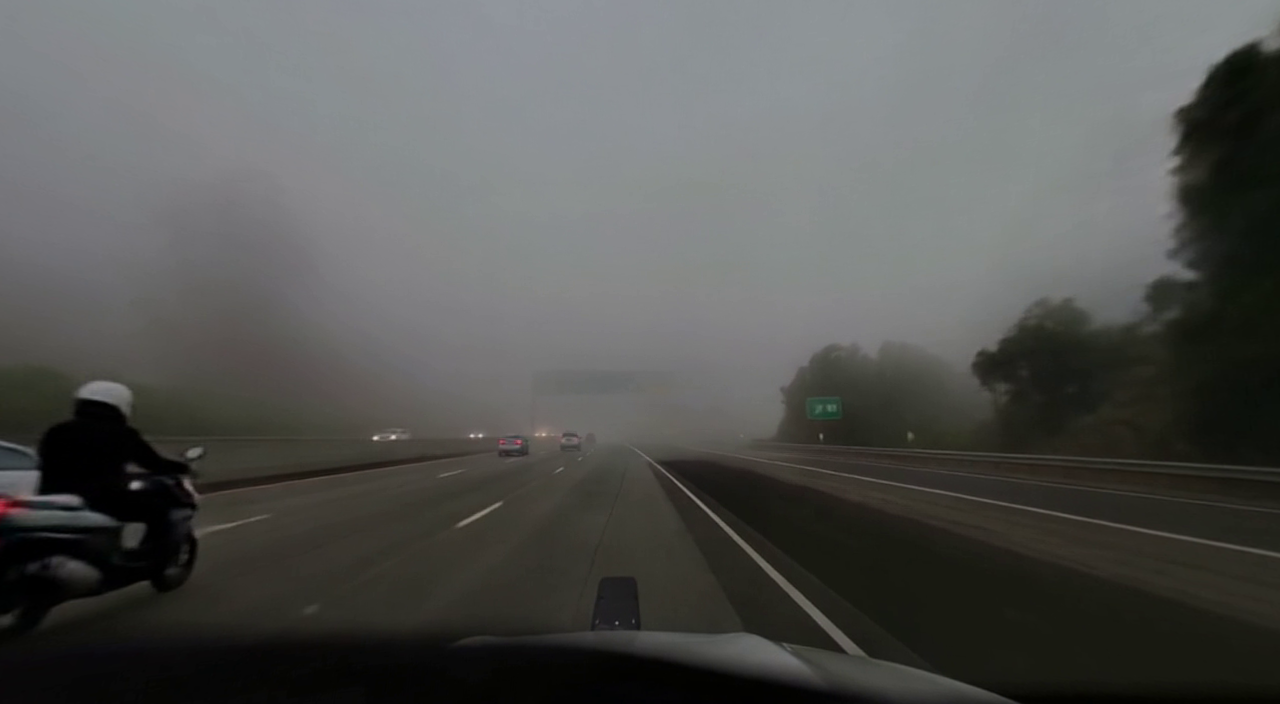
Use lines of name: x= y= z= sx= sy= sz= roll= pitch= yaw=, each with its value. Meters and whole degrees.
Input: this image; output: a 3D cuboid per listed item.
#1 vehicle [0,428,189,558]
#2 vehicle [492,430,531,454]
vehicle: x=-8.057 y=1.622 z=7.463 sx=2.053 sy=1.409 sz=4.704 roll=0 pitch=-8 yaw=-2
vehicle: x=-9.005 y=6.327 z=44.357 sx=1.965 sy=1.605 sz=4.115 roll=0 pitch=-8 yaw=-1
